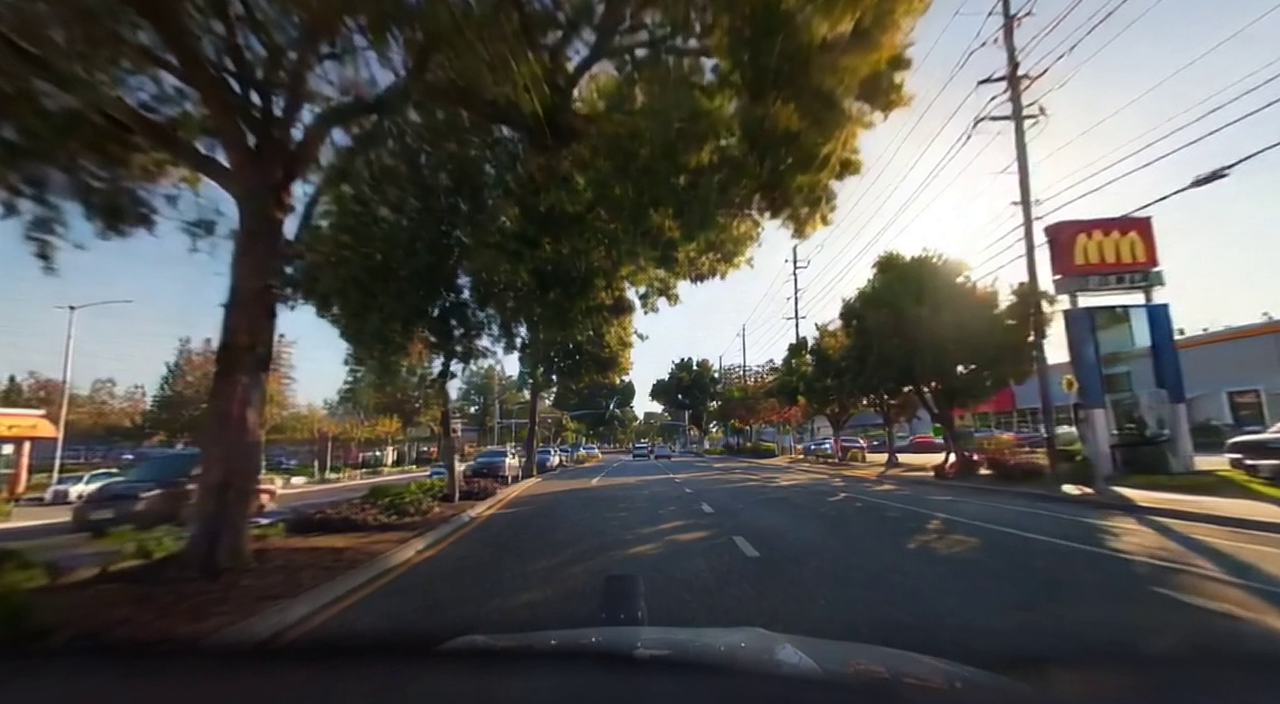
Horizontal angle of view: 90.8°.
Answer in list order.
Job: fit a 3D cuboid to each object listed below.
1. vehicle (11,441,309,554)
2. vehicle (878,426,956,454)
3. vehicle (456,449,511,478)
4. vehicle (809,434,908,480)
[{"bbox_3d":[-8.579,2.567,11.998,2.113,1.703,4.459,0,-8,0],"label":"vehicle"},{"bbox_3d":[21.342,6.794,48.690,5.151,1.780,2.146,-9,-9,27],"label":"vehicle"},{"bbox_3d":[-8.591,6.133,35.085,1.888,1.454,4.420,0,-8,0],"label":"vehicle"},{"bbox_3d":[9.320,4.546,27.570,2.358,1.785,5.404,0,-8,0],"label":"vehicle"}]
